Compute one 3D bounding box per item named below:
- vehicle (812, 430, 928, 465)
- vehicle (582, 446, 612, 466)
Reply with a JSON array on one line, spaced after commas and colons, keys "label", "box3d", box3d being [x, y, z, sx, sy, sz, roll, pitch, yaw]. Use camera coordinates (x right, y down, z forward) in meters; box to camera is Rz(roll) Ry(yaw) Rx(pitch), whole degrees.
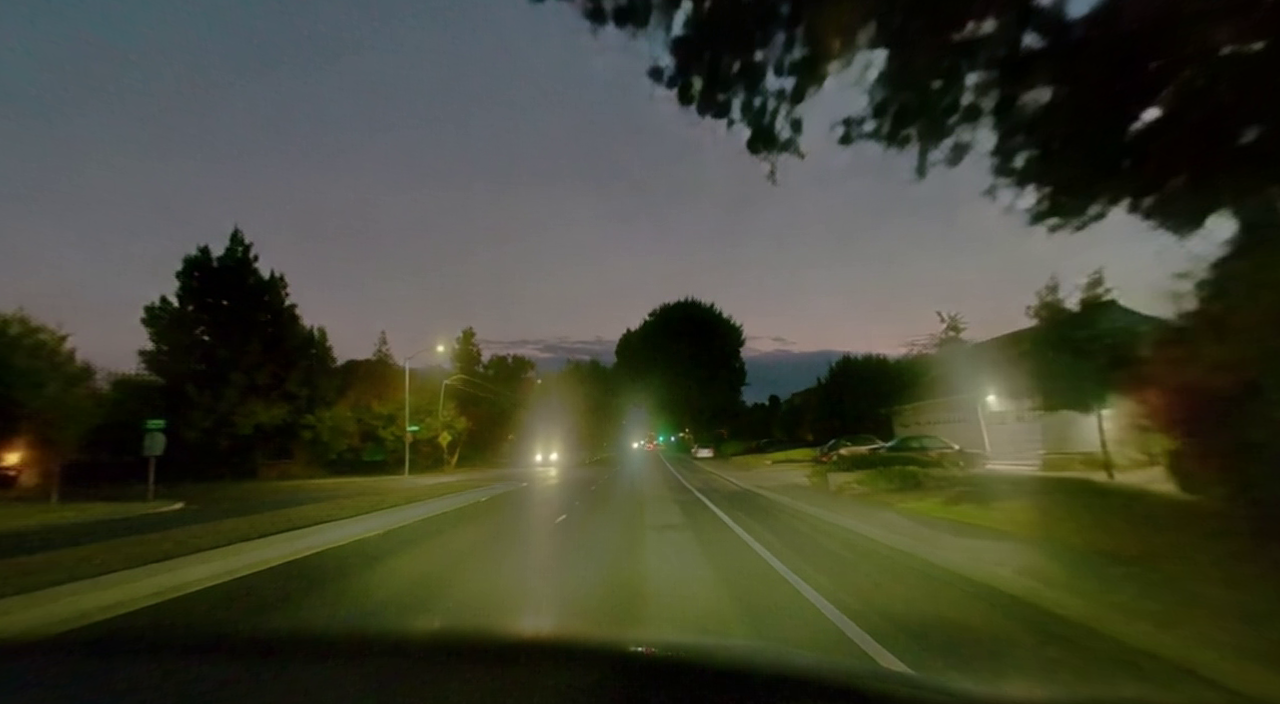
[{"label": "vehicle", "box3d": [10.574, 4.440, 29.233, 4.606, 1.525, 1.932, 0, -9, -1]}, {"label": "vehicle", "box3d": [-3.218, 7.886, 47.988, 1.973, 1.400, 3.915, 0, -9, 0]}]
